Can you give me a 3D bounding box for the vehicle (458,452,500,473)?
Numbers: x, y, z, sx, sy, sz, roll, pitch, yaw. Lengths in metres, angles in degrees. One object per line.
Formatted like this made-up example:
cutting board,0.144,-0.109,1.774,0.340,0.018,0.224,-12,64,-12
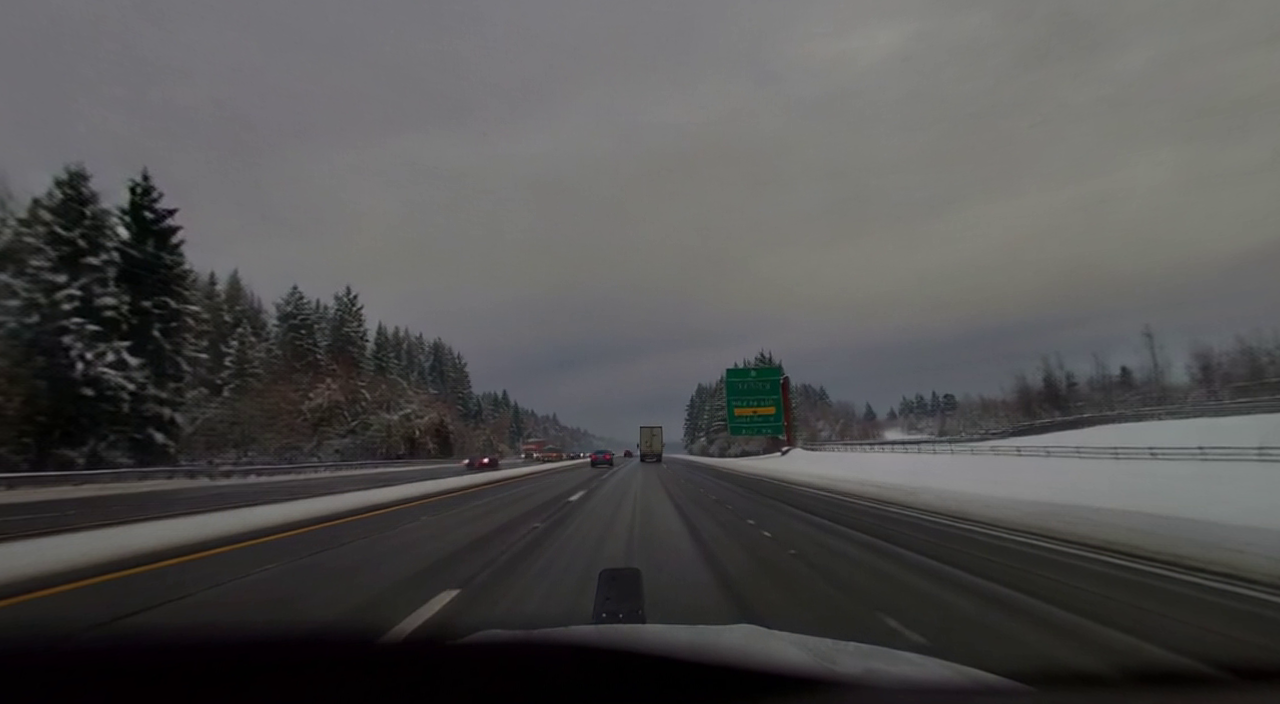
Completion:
vehicle,-11.691,8.045,46.020,1.953,1.454,3.938,0,-9,1
